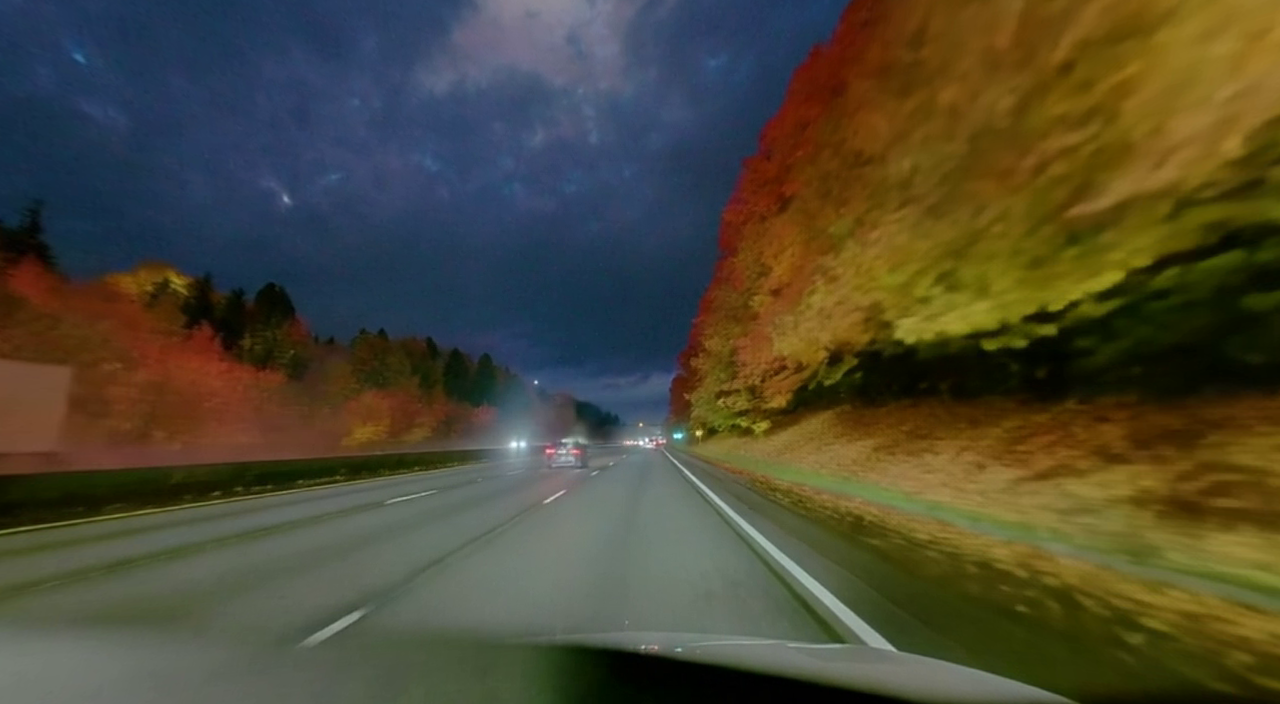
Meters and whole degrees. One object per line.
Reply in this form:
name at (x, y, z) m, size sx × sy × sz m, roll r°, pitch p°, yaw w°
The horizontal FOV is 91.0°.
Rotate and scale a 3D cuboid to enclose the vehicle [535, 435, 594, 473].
vehicle at (-3.524, 4.863, 30.260) m, size 2.123 × 1.643 × 4.479 m, roll 0°, pitch -8°, yaw 2°
